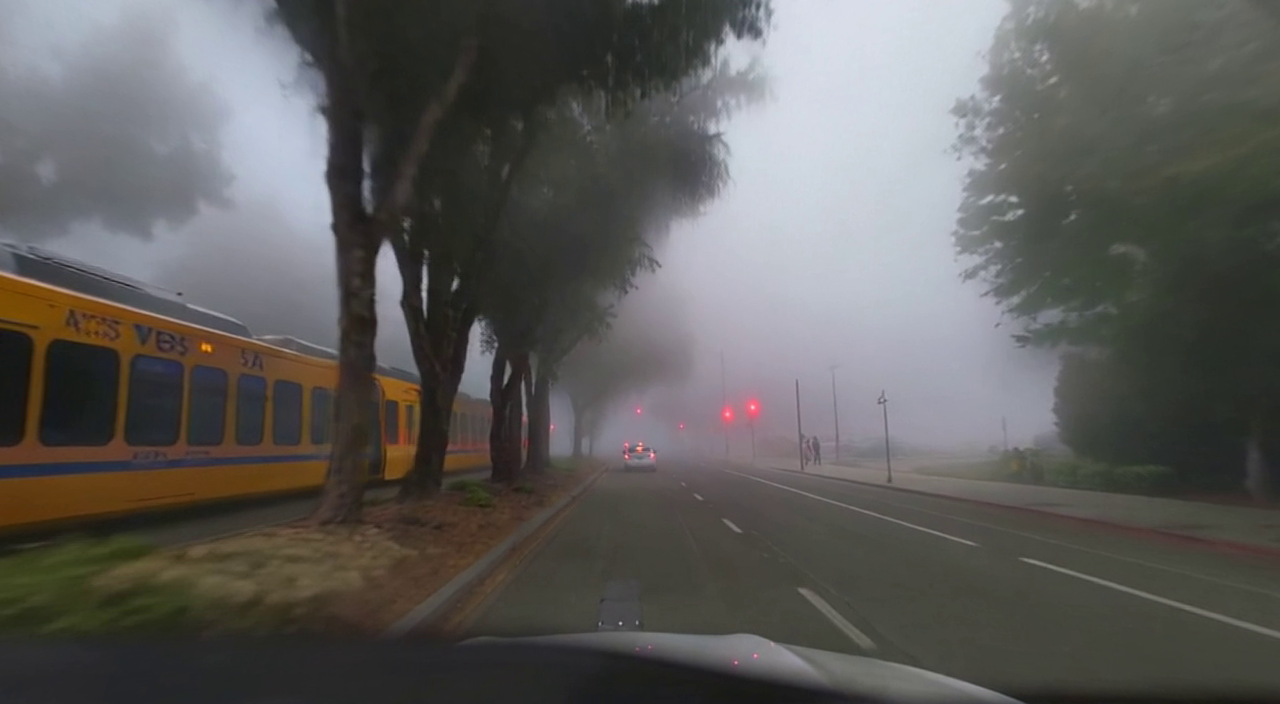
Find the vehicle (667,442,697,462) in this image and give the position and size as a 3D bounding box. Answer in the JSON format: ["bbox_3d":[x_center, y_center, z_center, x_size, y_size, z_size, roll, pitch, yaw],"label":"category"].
[{"bbox_3d":[3.090,7.544,47.722,1.944,1.447,4.392,0,-8,0],"label":"vehicle"}]

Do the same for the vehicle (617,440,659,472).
[{"bbox_3d":[-0.098,5.248,32.139,2.002,1.471,4.337,0,-8,0],"label":"vehicle"}]

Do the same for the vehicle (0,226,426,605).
[{"bbox_3d":[-7.779,1.307,11.876,2.897,3.700,13.528,0,-7,0],"label":"vehicle"}]
